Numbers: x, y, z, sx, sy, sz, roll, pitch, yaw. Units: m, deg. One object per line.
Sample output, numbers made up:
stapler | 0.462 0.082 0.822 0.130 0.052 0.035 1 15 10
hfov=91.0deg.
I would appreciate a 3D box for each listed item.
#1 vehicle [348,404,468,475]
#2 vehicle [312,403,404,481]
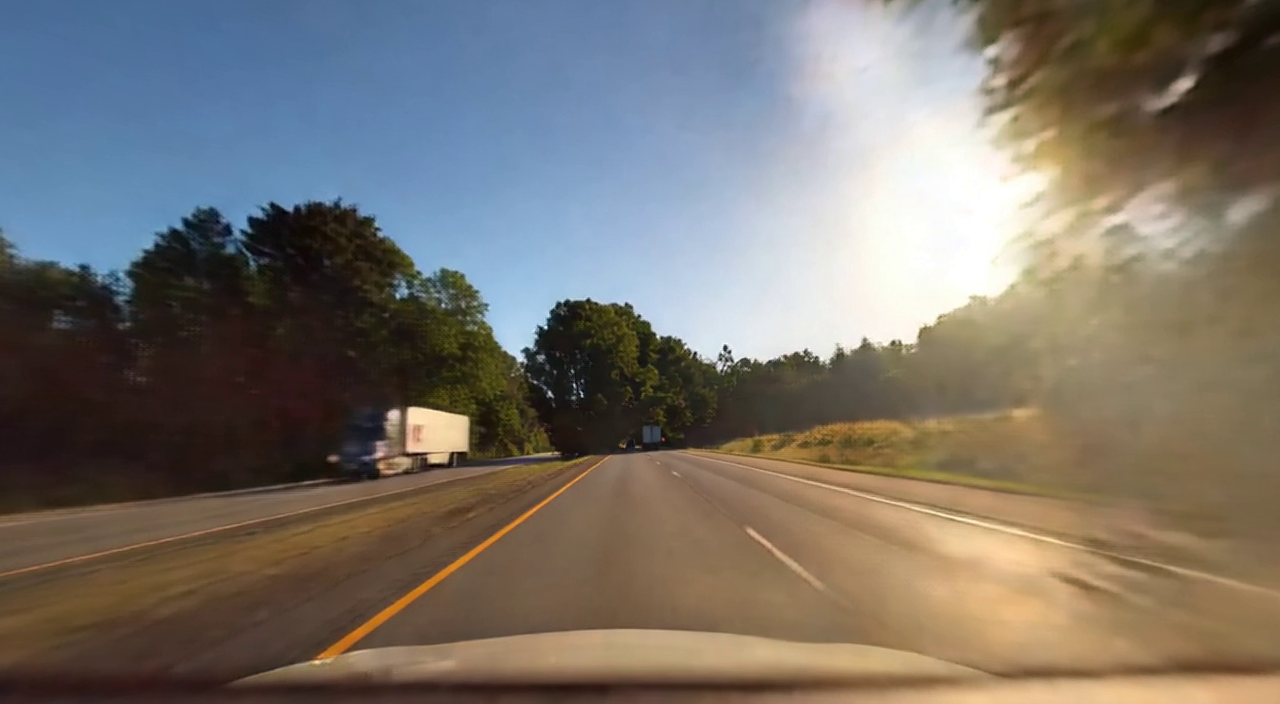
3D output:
vehicle | -14.148 5.576 40.146 2.908 3.776 13.054 0 -8 -1
vehicle | -14.008 4.479 31.578 2.988 3.641 3.403 0 -8 -1
